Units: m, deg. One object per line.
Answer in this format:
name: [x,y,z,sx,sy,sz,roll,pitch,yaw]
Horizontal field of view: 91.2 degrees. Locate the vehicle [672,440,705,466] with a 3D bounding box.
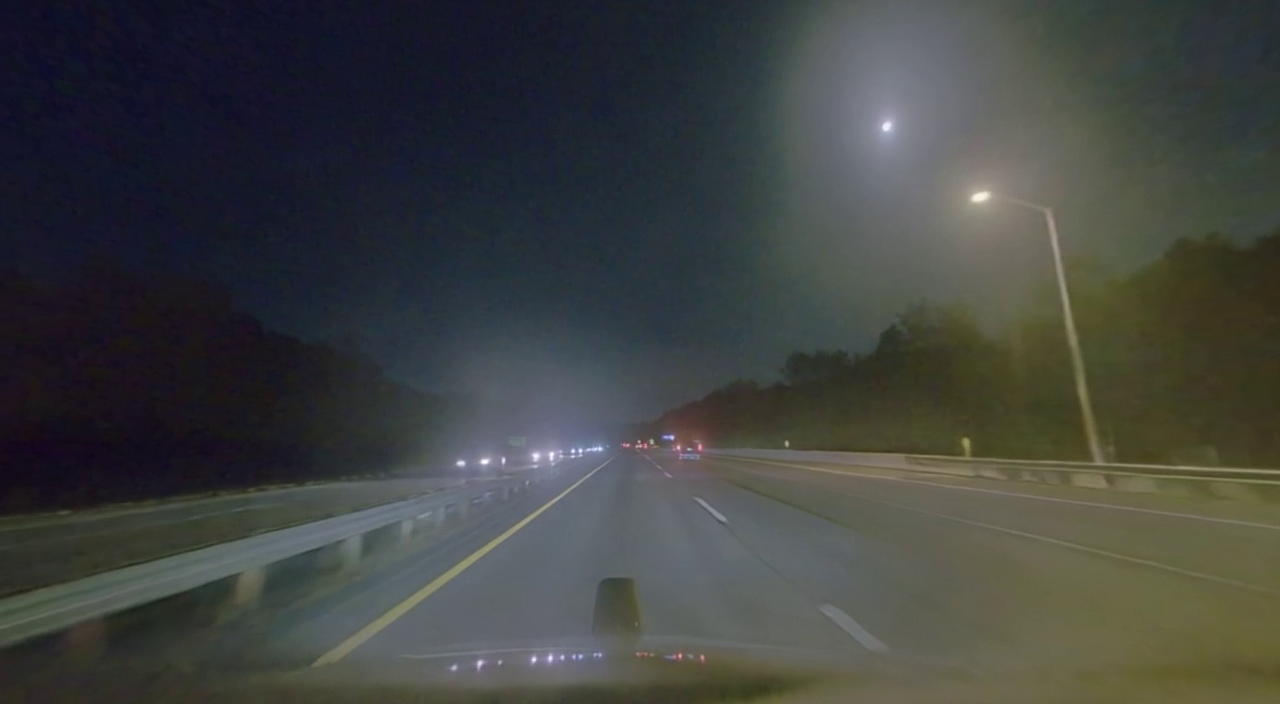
vehicle: [3.291,6.694,41.743,1.972,1.614,4.025,-2,-9,7]

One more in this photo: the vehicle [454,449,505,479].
vehicle: [-8.891,6.200,35.070,1.893,1.548,4.117,0,-9,-2]

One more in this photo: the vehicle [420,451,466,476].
vehicle: [-13.327,7.526,42.652,1.920,1.572,4.264,0,-9,-3]
